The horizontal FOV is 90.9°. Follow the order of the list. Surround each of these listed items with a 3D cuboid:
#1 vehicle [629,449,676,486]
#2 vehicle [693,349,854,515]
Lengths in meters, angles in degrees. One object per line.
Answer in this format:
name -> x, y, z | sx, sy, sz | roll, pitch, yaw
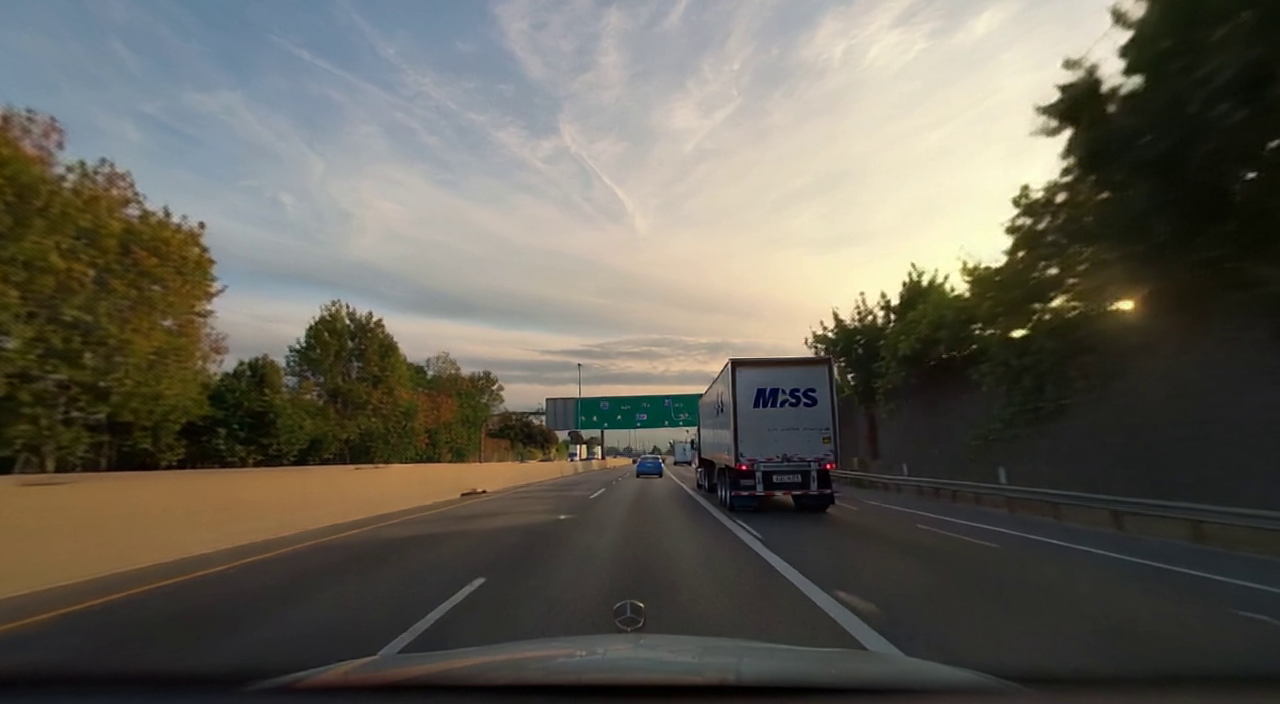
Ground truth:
vehicle -> 0.584, 5.513, 30.306 | 2.121, 1.642, 3.828 | 0, -9, 1
vehicle -> 3.889, 3.053, 22.787 | 3.002, 4.104, 14.174 | 0, -9, 1
